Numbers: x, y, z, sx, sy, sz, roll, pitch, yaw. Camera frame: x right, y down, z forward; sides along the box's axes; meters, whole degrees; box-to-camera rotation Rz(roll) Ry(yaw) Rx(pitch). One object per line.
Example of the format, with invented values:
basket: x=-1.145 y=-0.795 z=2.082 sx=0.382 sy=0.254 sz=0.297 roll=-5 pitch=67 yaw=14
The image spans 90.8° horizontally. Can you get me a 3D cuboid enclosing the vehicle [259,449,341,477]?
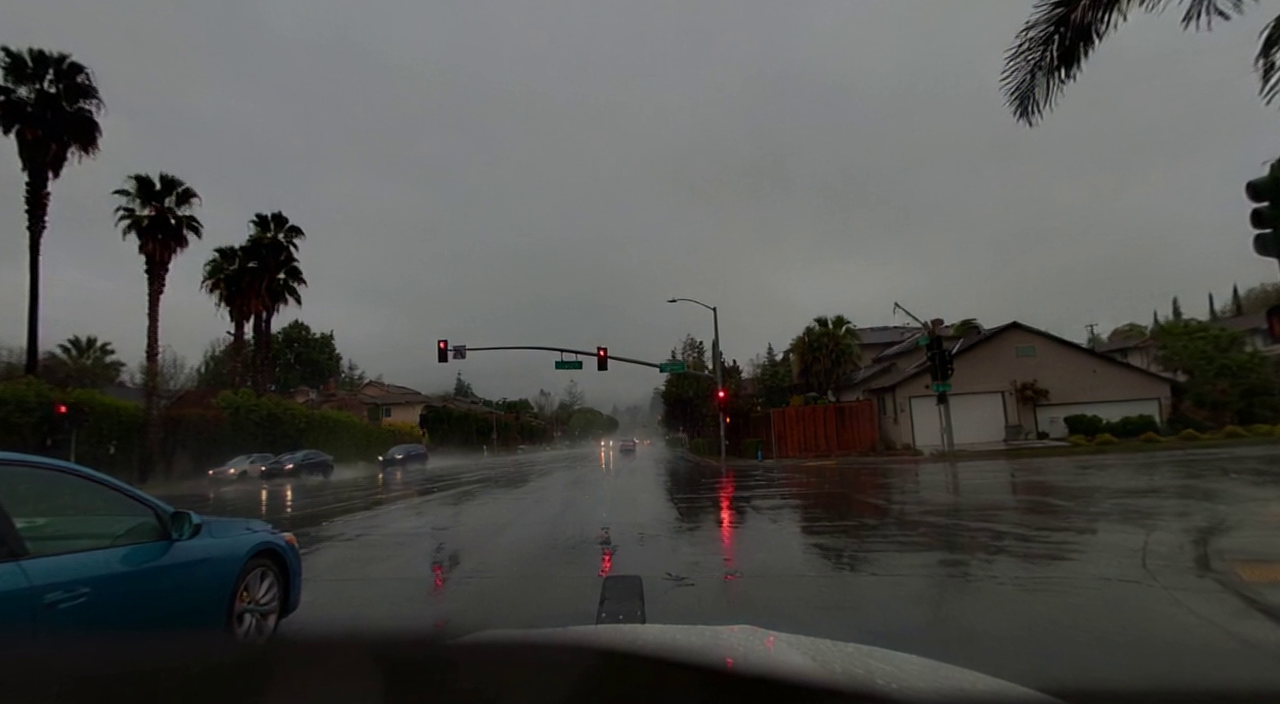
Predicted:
vehicle: x=-20.028 y=6.524 z=37.512 sx=2.084 sy=1.528 sz=4.778 roll=0 pitch=-9 yaw=1

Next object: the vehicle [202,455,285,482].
vehicle: x=-24.112 y=7.075 z=38.642 sx=2.019 sy=1.427 sz=4.630 roll=-1 pitch=-9 yaw=2
